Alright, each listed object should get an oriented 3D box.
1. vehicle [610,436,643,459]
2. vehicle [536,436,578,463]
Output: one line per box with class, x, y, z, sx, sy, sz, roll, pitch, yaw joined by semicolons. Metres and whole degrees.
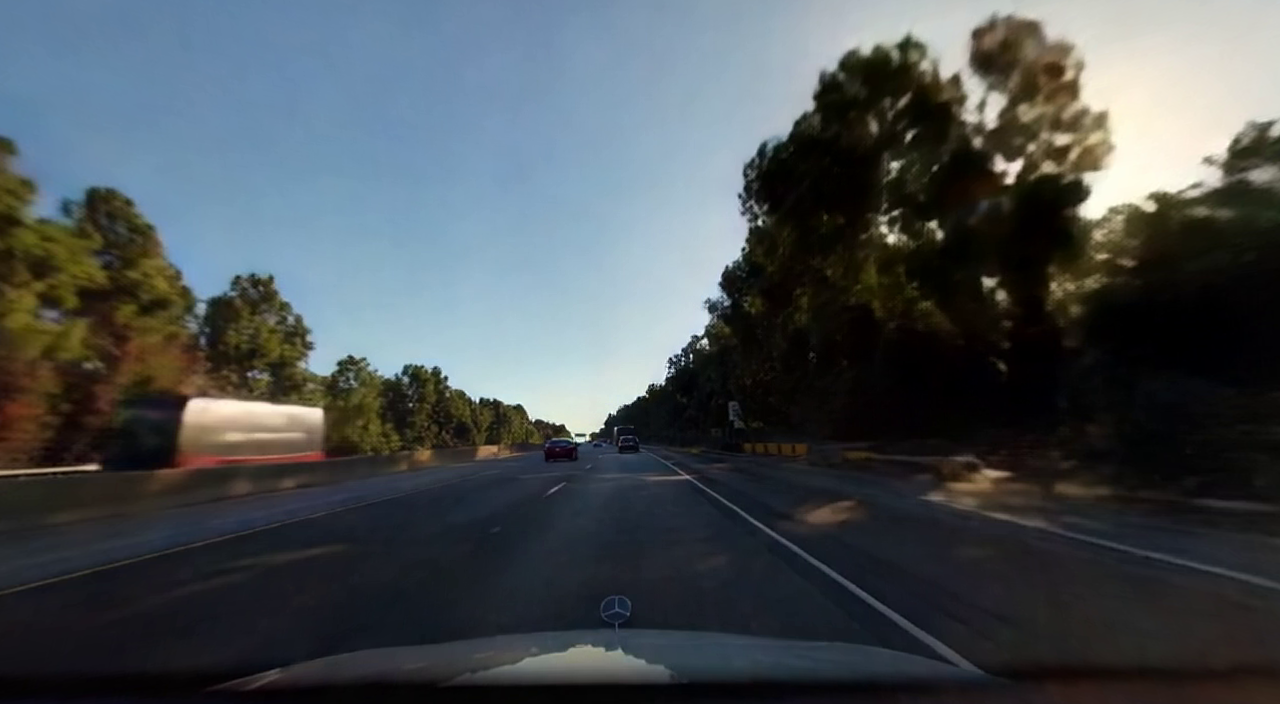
vehicle;-0.889;6.479;43.057;2.162;1.460;4.242;0;-8;-1
vehicle;-4.598;5.478;35.568;1.907;1.445;4.049;0;-8;-1
